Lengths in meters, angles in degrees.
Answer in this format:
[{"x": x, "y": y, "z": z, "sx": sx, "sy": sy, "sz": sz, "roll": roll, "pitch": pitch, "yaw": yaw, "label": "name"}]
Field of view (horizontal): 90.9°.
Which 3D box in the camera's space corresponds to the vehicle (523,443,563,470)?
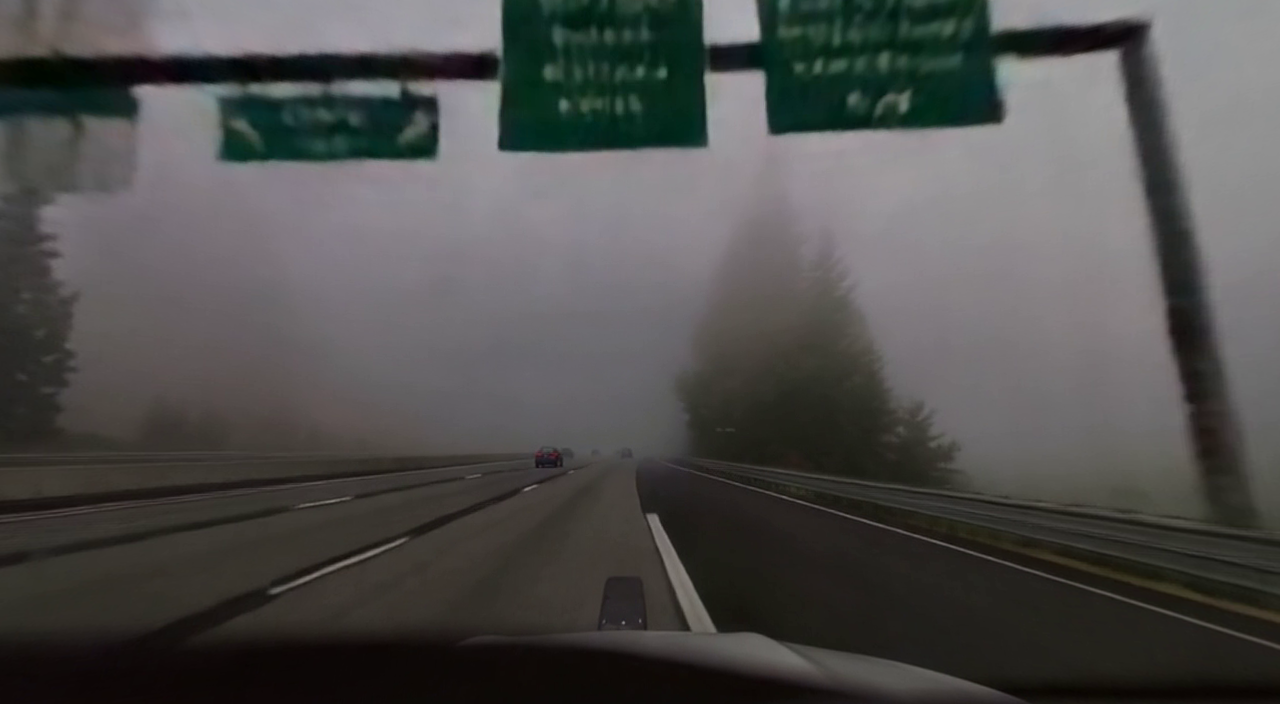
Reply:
[{"x": -6.082, "y": 6.617, "z": 40.055, "sx": 1.875, "sy": 1.587, "sz": 4.687, "roll": 0, "pitch": -9, "yaw": -1, "label": "vehicle"}]
